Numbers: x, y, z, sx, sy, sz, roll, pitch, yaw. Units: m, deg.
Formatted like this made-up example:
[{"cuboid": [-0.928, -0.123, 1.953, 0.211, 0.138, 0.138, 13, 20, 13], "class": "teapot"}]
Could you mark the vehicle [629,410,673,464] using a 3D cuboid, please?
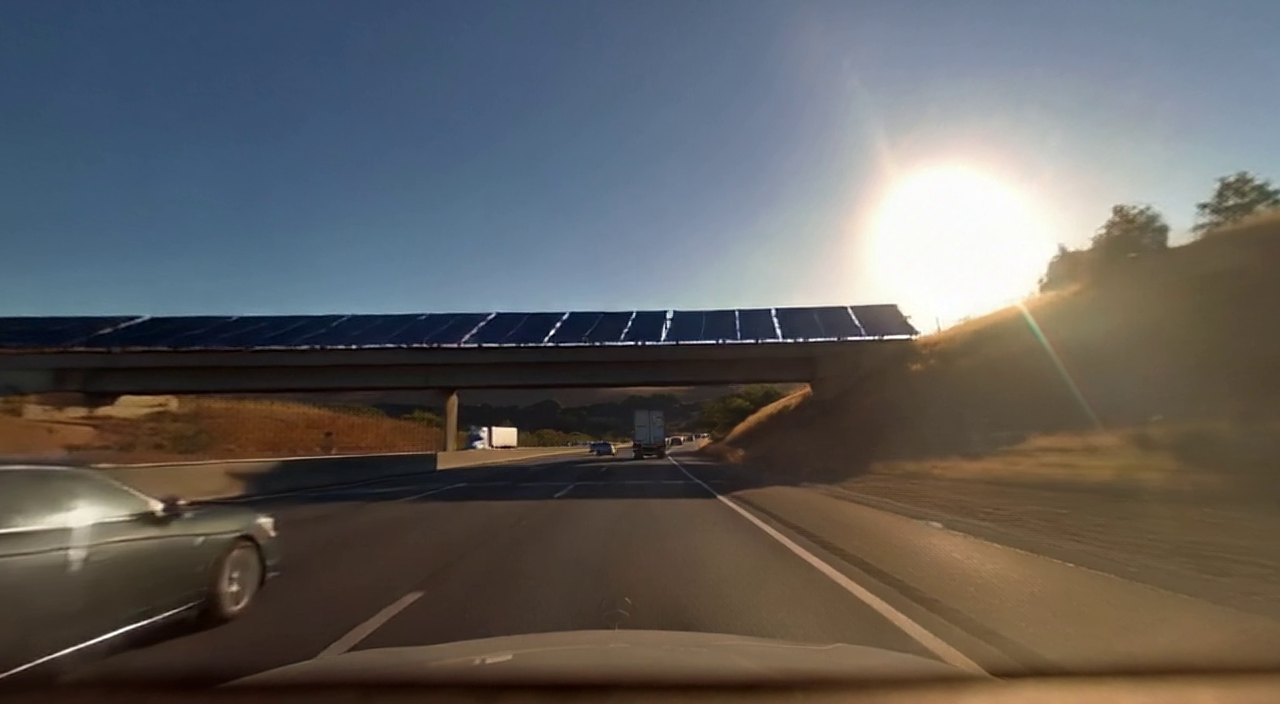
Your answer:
[{"cuboid": [0.811, 6.522, 47.958, 2.967, 3.633, 10.015, -1, -8, 0], "class": "vehicle"}]

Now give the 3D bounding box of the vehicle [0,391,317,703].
[{"cuboid": [-3.856, 1.049, 3.273, 2.066, 1.581, 4.268, 0, -8, 0], "class": "vehicle"}]
